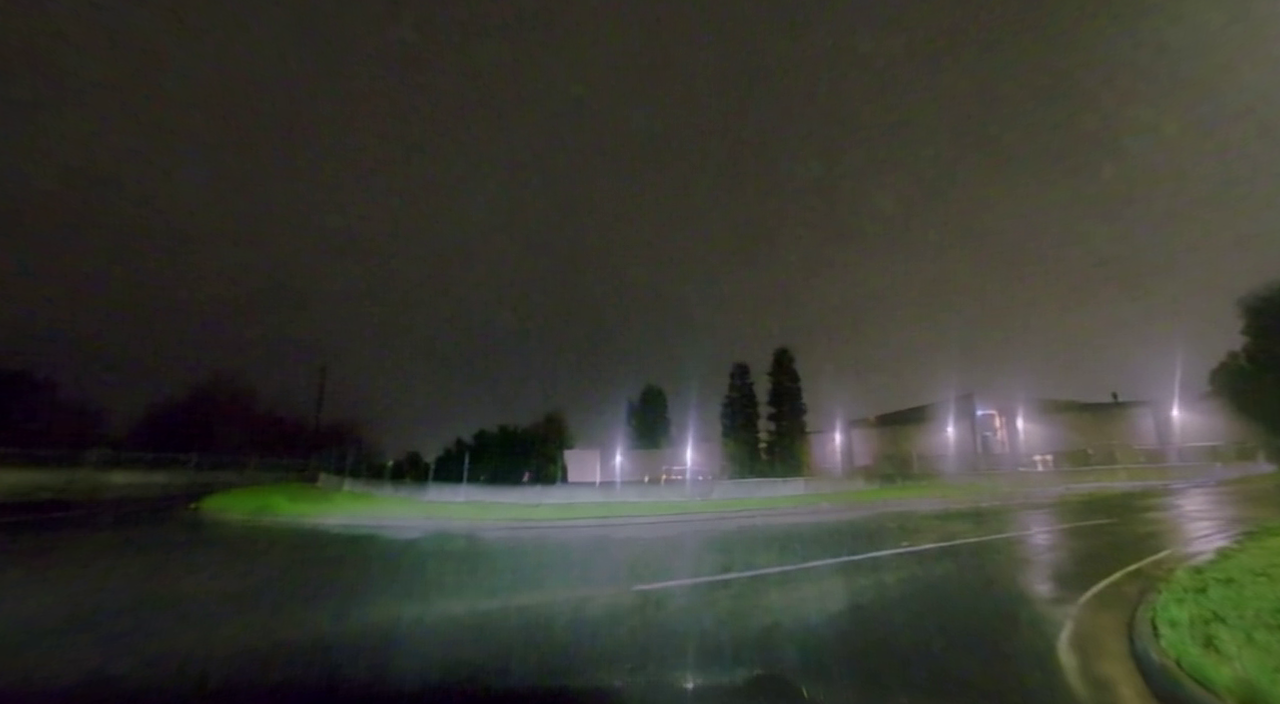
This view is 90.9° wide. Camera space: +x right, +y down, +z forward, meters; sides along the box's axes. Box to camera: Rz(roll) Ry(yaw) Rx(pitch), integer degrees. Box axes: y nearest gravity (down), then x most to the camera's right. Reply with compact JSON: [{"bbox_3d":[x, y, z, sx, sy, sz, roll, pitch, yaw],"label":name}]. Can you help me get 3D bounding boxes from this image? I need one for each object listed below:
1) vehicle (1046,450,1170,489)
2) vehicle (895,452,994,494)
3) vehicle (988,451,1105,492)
[{"bbox_3d":[19.984,5.048,27.141,1.825,1.512,3.943,4,-10,-14],"label":"vehicle"},{"bbox_3d":[12.775,5.168,26.752,1.944,1.608,3.715,3,-12,-7],"label":"vehicle"},{"bbox_3d":[16.517,4.907,25.855,1.833,1.490,3.705,4,-12,-13],"label":"vehicle"}]
